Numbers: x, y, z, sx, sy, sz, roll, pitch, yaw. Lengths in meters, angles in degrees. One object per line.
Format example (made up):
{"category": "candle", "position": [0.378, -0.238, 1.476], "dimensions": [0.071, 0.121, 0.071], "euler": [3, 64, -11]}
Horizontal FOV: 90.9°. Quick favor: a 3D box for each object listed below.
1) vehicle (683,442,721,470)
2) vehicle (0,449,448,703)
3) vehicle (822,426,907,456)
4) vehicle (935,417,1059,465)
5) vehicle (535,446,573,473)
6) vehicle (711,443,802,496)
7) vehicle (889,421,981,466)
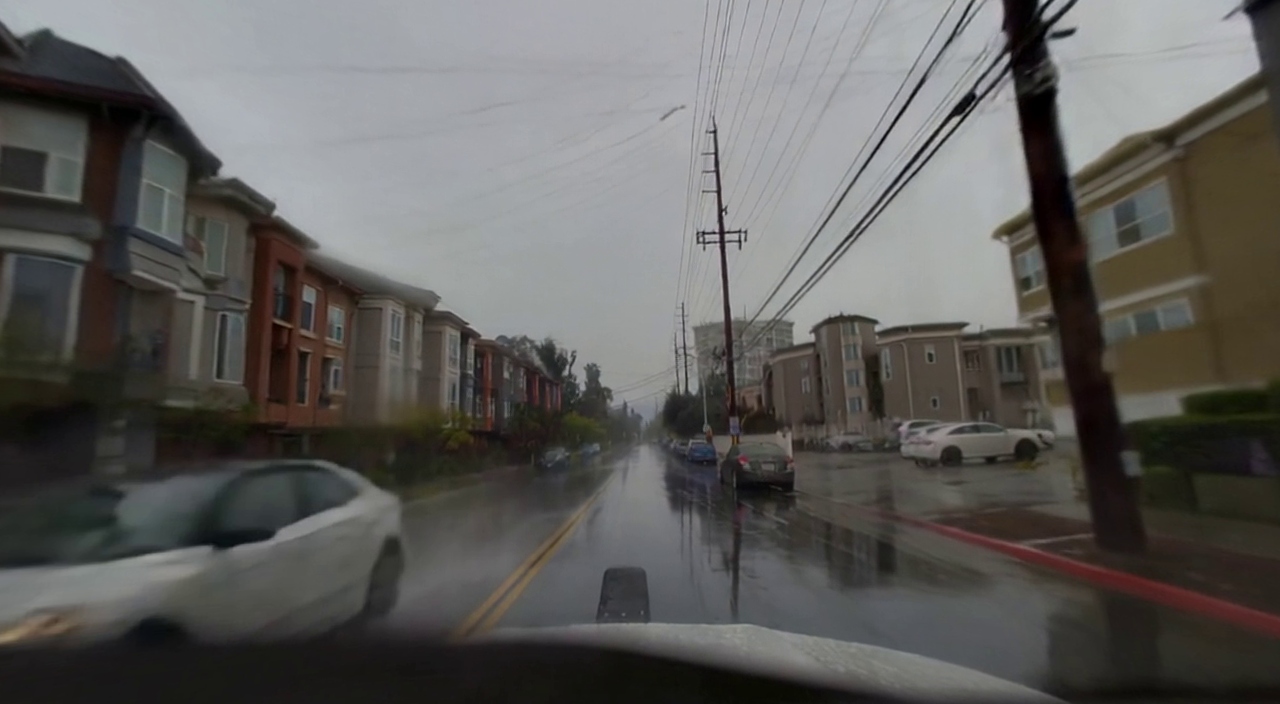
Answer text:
{"category": "vehicle", "position": [3.794, 6.395, 38.997], "dimensions": [1.914, 1.591, 3.892], "euler": [0, -8, 0]}
{"category": "vehicle", "position": [-3.100, 1.475, 4.545], "dimensions": [2.052, 1.483, 4.276], "euler": [-1, -8, 1]}
{"category": "vehicle", "position": [13.263, 5.310, 37.606], "dimensions": [1.897, 1.659, 4.648], "euler": [4, -9, -28]}
{"category": "vehicle", "position": [12.852, 3.276, 23.083], "dimensions": [1.997, 1.546, 4.370], "euler": [-1, -9, 1]}
{"category": "vehicle", "position": [-5.849, 7.358, 43.403], "dimensions": [1.913, 1.672, 4.267], "euler": [-1, -8, 1]}
{"category": "vehicle", "position": [3.530, 3.623, 20.010], "dimensions": [1.928, 1.440, 4.738], "euler": [0, -8, 0]}
{"category": "vehicle", "position": [10.600, 3.313, 22.947], "dimensions": [1.801, 1.491, 3.488], "euler": [-1, -8, 4]}
